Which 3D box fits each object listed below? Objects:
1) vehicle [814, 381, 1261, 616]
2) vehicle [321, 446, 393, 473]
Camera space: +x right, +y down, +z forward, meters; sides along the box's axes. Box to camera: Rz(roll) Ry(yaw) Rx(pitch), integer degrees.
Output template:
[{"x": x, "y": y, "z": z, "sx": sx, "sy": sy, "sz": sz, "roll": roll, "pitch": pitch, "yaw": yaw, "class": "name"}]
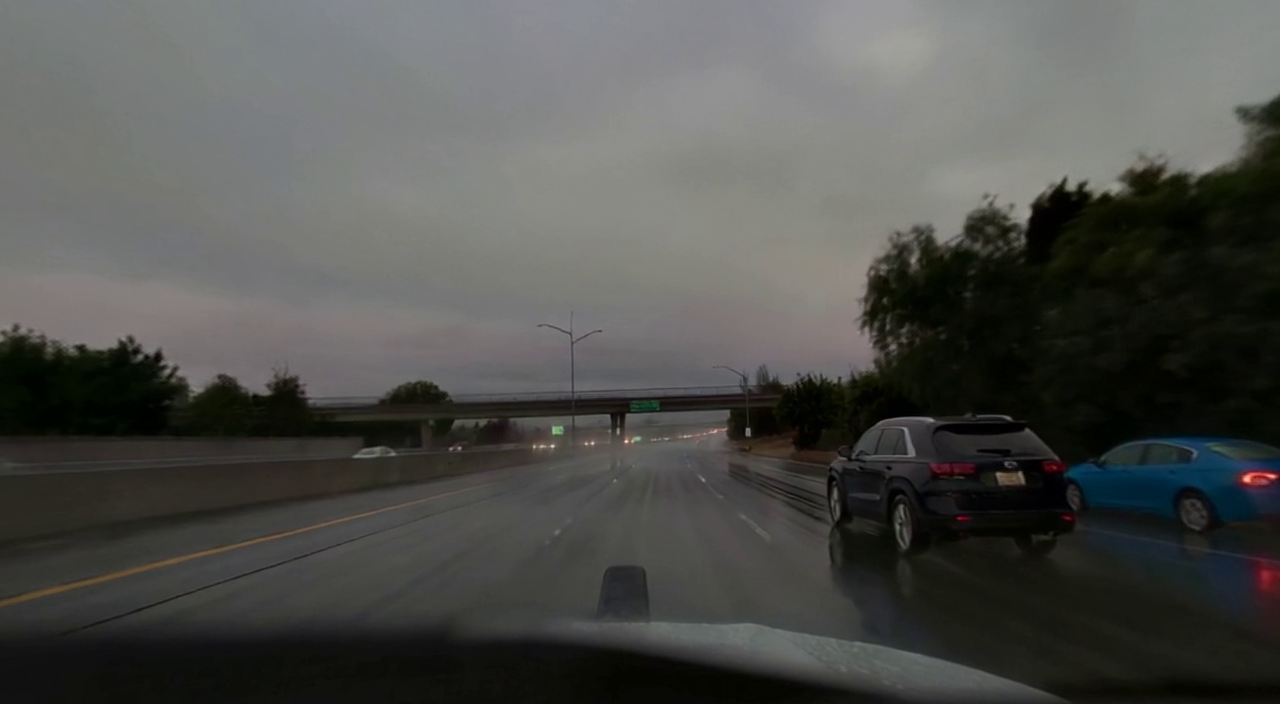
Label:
[{"x": 3.580, "y": 1.424, "z": 7.028, "sx": 2.019, "sy": 1.732, "sz": 4.579, "roll": 0, "pitch": -8, "yaw": 1, "class": "vehicle"}, {"x": -16.769, "y": 6.397, "z": 37.651, "sx": 2.048, "sy": 1.495, "sz": 4.518, "roll": -1, "pitch": -8, "yaw": 3, "class": "vehicle"}]
